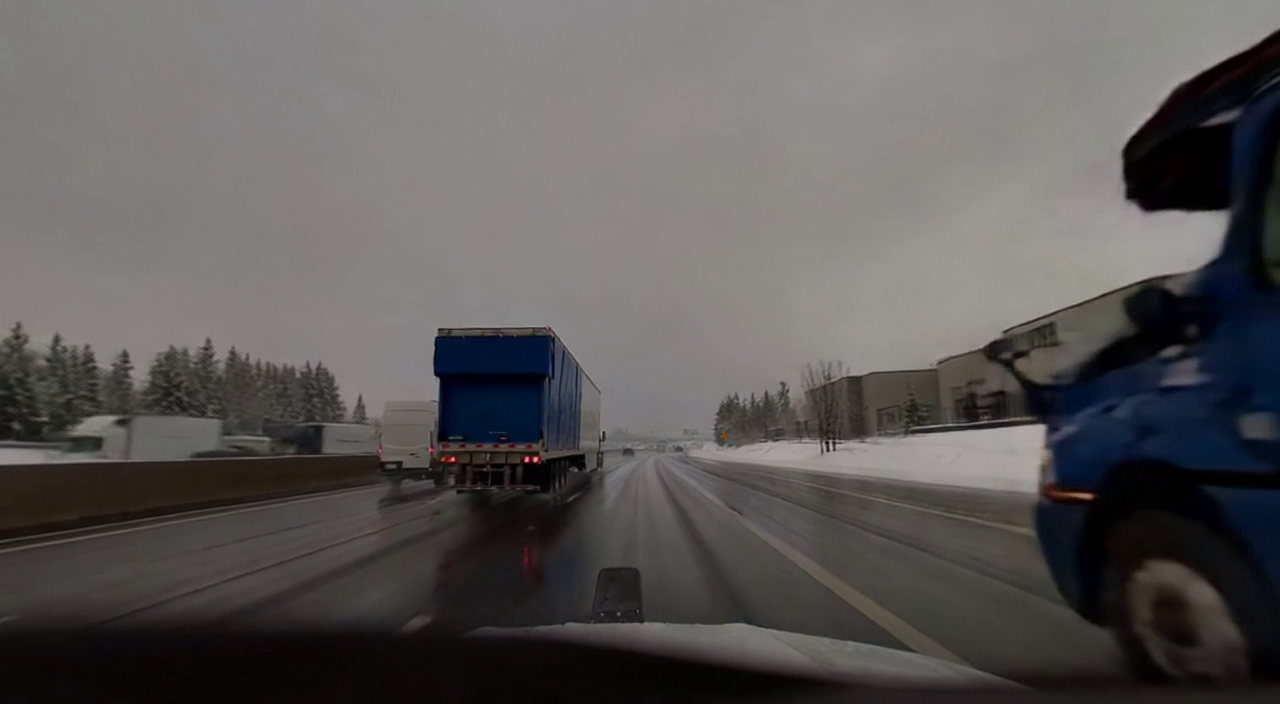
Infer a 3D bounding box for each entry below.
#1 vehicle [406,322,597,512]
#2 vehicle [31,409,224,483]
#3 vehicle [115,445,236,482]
[{"bbox_3d":[-3.547,2.630,21.917,2.939,4.132,16.303,-1,-9,0],"label":"vehicle"},{"bbox_3d":[-30.713,5.789,38.826,2.999,3.908,10.302,0,-9,1],"label":"vehicle"},{"bbox_3d":[-27.314,6.548,37.554,2.465,2.000,6.296,0,-9,0],"label":"vehicle"}]
